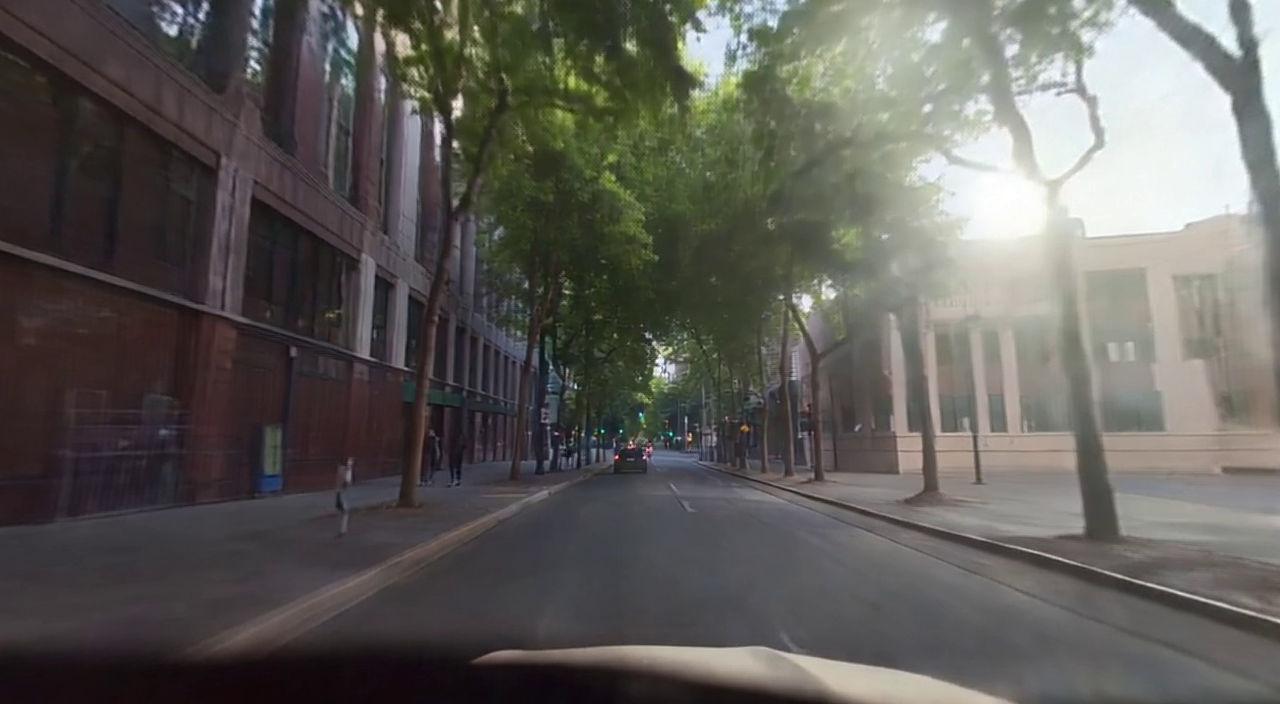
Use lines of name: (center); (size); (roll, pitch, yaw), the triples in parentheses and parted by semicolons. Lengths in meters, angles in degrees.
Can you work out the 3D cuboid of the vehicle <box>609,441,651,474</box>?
vehicle: (-0.498, 5.482, 32.929); (2.079, 1.621, 3.861); (0, -8, -1)
